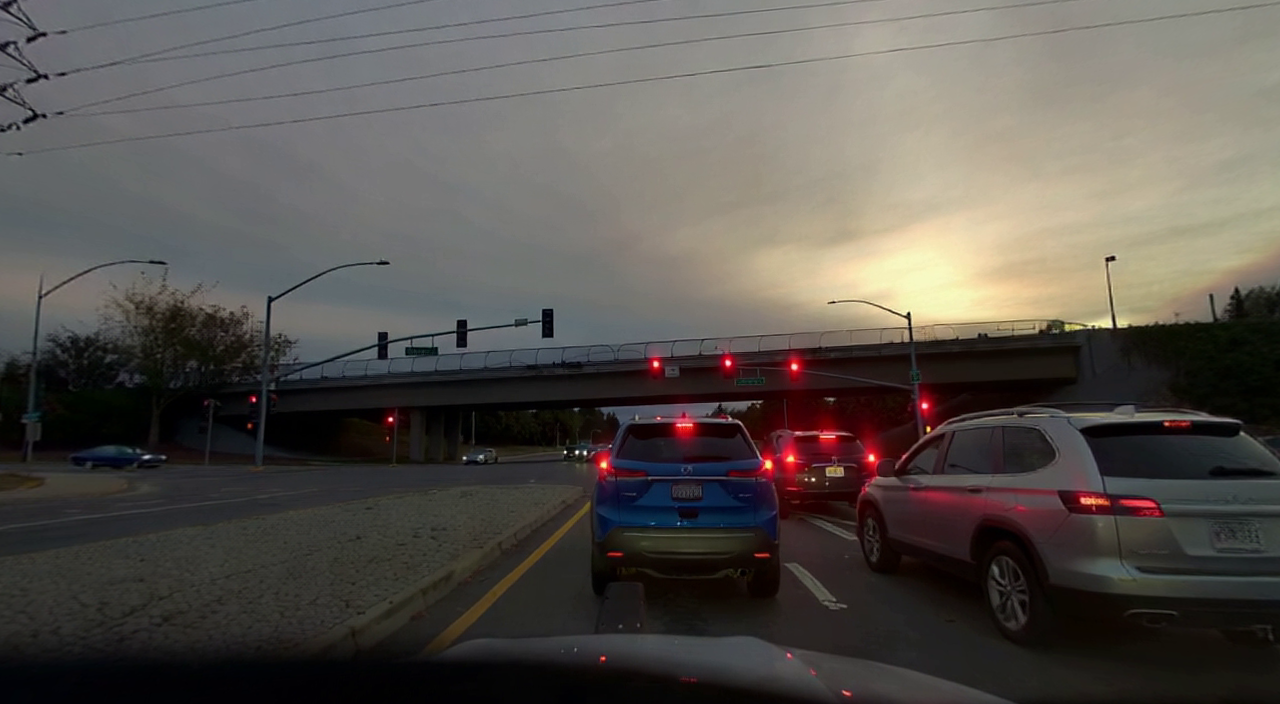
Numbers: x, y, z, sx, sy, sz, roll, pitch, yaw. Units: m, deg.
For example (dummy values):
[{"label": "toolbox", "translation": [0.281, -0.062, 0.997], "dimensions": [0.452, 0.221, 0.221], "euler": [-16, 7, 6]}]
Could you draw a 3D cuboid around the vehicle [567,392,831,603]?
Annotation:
[{"label": "vehicle", "translation": [0.451, 1.555, 7.618], "dimensions": [2.240, 1.778, 4.335], "euler": [0, -8, -1]}]

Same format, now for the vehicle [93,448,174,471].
[{"label": "vehicle", "translation": [-33.690, 7.153, 42.033], "dimensions": [4.647, 1.453, 1.881], "euler": [-3, -9, 18]}]

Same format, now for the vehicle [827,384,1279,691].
[{"label": "vehicle", "translation": [3.406, 1.339, 5.784], "dimensions": [1.990, 1.649, 4.625], "euler": [0, -8, 0]}]
